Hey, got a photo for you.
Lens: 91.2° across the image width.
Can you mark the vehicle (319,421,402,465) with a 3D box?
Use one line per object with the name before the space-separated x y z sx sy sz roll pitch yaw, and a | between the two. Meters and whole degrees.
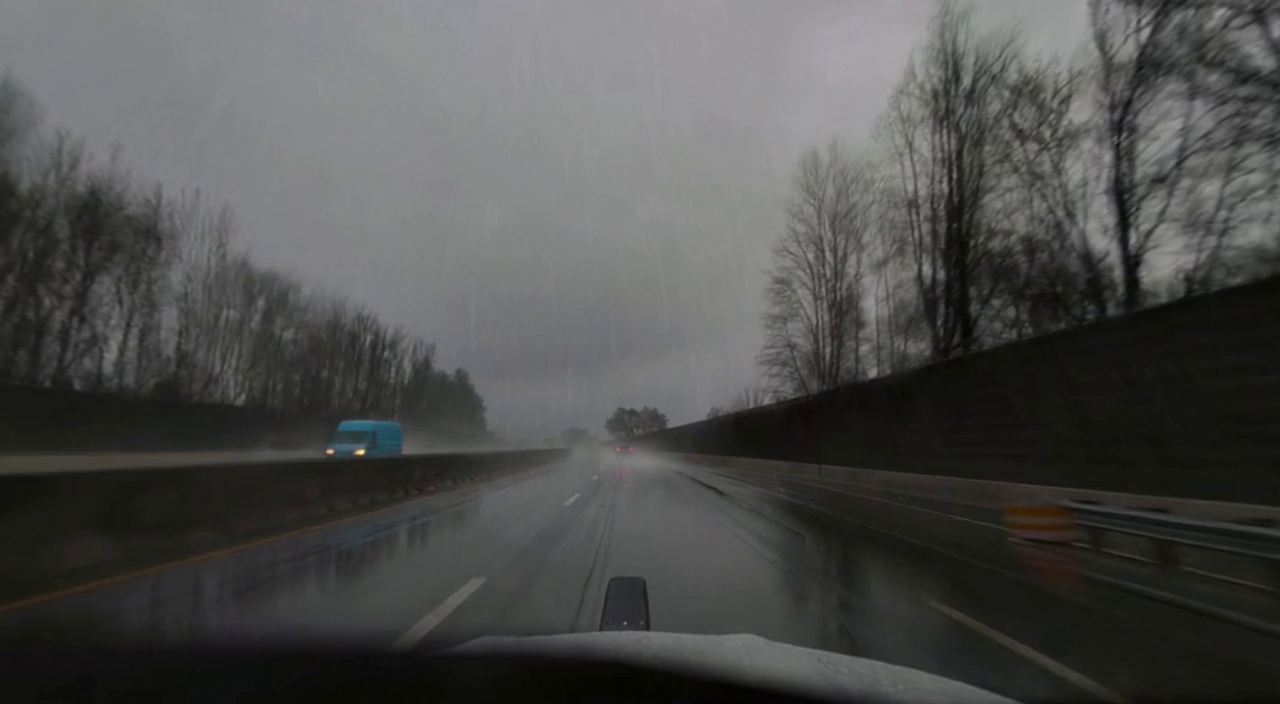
vehicle | -16.287 5.390 36.959 2.276 2.354 5.753 0 -9 -1
